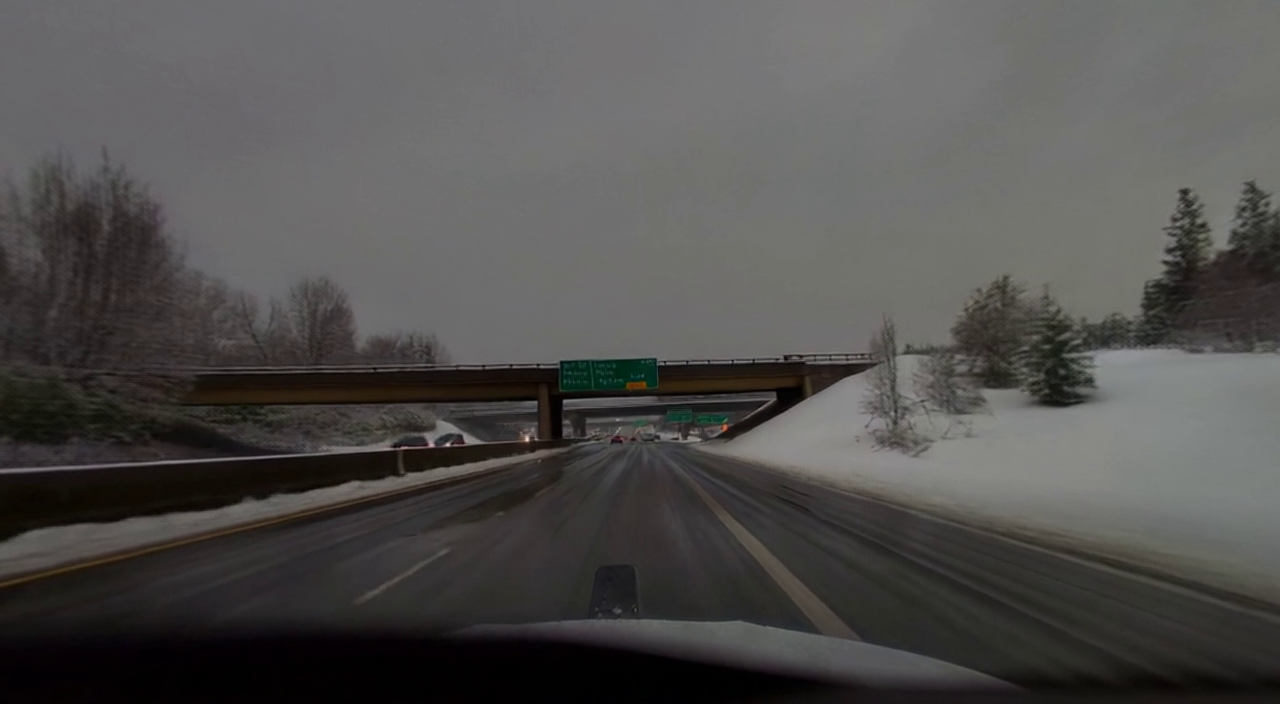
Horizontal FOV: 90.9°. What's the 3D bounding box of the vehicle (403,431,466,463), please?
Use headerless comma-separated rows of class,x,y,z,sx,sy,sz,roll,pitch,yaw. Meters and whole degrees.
vehicle,-12.017,5.548,37.146,2.179,1.752,4.402,0,-8,1

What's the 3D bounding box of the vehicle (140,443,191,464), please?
vehicle,-37.024,7.901,49.270,1.989,1.496,4.580,3,-8,-22

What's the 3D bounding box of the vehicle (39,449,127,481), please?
vehicle,-29.105,5.864,33.088,1.956,1.440,4.158,3,-8,-20
